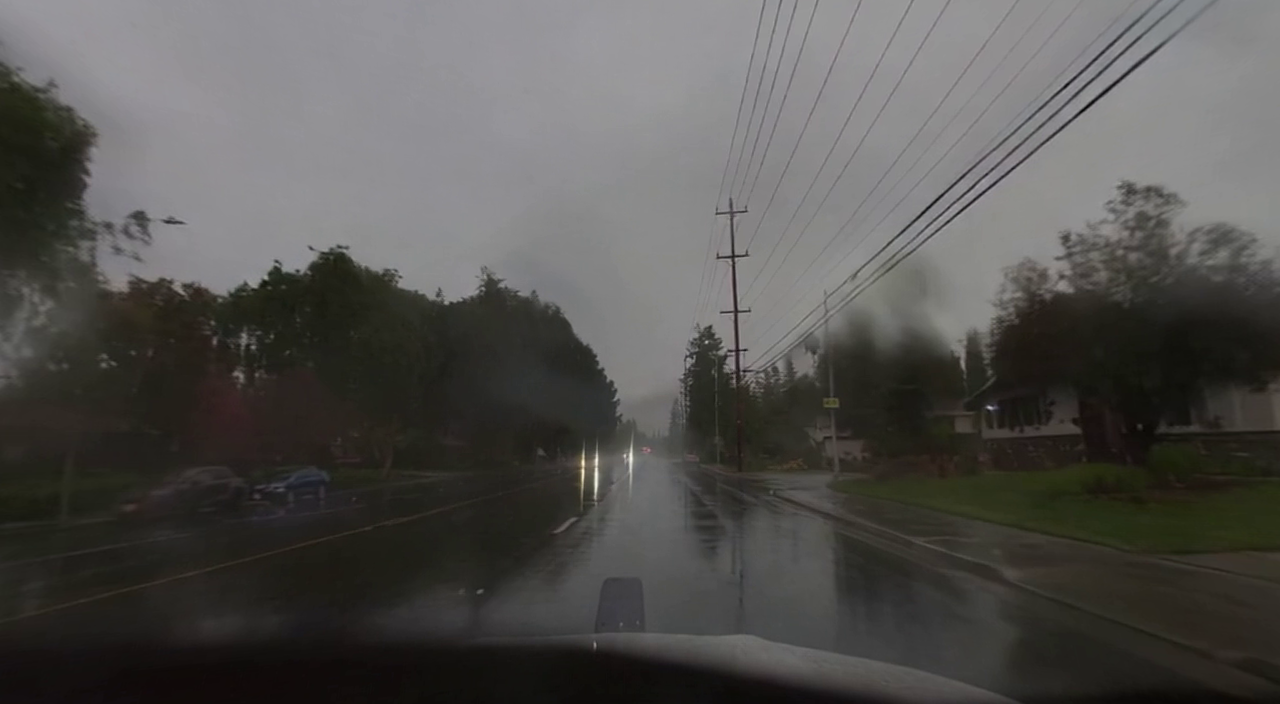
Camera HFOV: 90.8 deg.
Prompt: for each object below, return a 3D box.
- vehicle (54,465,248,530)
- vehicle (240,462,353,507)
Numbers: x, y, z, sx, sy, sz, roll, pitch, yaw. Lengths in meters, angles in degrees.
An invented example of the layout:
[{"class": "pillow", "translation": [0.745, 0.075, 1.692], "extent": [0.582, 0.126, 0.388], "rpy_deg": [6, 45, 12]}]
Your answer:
[{"class": "vehicle", "translation": [-13.675, 4.043, 18.085], "extent": [1.936, 1.489, 4.311], "rpy_deg": [-1, -9, 3]}, {"class": "vehicle", "translation": [-13.437, 5.196, 25.072], "extent": [1.863, 1.481, 4.363], "rpy_deg": [-3, -9, 3]}]
